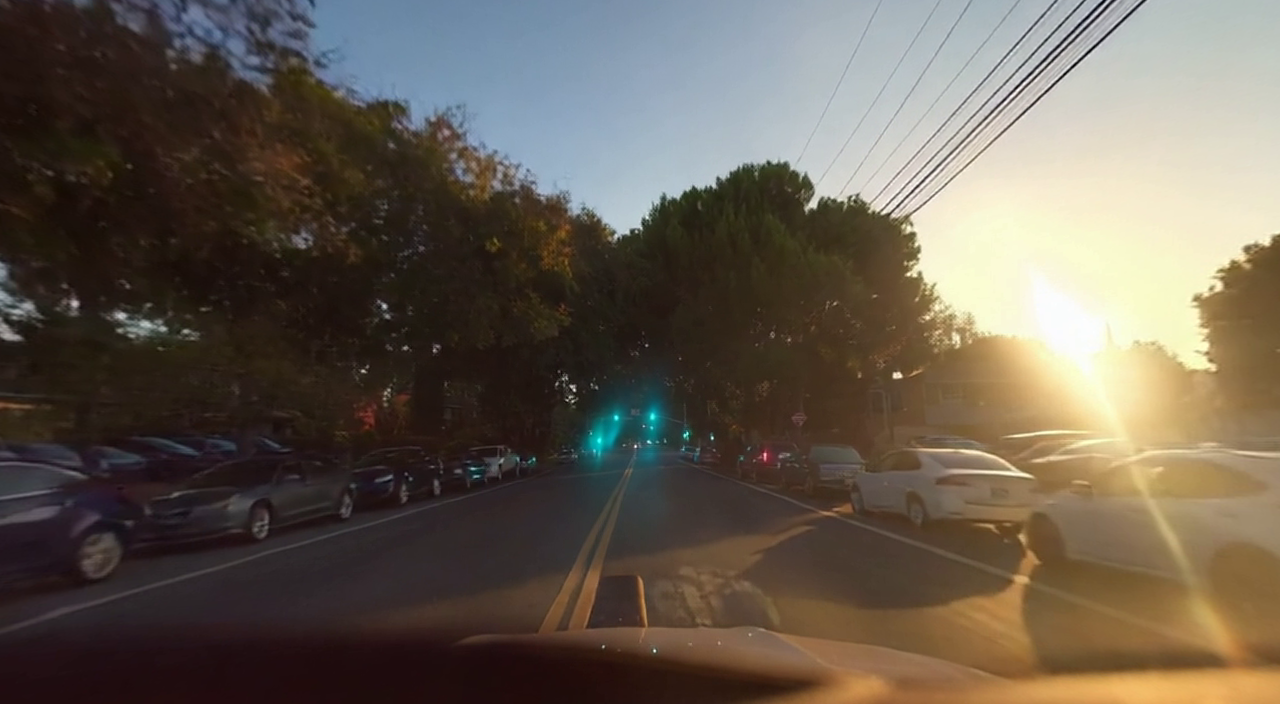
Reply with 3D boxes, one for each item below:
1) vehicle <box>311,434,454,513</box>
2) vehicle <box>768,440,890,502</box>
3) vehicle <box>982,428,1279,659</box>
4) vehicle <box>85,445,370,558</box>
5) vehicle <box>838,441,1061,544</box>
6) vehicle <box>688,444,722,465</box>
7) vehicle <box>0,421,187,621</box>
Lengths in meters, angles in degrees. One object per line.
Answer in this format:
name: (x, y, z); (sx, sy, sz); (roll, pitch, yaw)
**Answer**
vehicle: (-6.422, 3.045, 16.417); (1.904, 1.727, 4.530); (0, -8, -2)
vehicle: (5.082, 3.249, 17.742); (1.830, 1.477, 4.684); (0, -8, -2)
vehicle: (5.021, 1.452, 5.547); (1.729, 1.479, 4.101); (0, -8, 0)
vehicle: (-6.505, 2.339, 10.734); (1.809, 1.499, 4.358); (0, -8, 1)
vehicle: (5.071, 2.314, 11.161); (1.798, 1.432, 4.330); (0, -8, 1)
vehicle: (5.023, 7.961, 49.330); (1.955, 1.536, 4.395); (0, -8, -2)
vehicle: (-6.365, 1.392, 5.092); (1.947, 1.665, 4.716); (0, -8, -1)
